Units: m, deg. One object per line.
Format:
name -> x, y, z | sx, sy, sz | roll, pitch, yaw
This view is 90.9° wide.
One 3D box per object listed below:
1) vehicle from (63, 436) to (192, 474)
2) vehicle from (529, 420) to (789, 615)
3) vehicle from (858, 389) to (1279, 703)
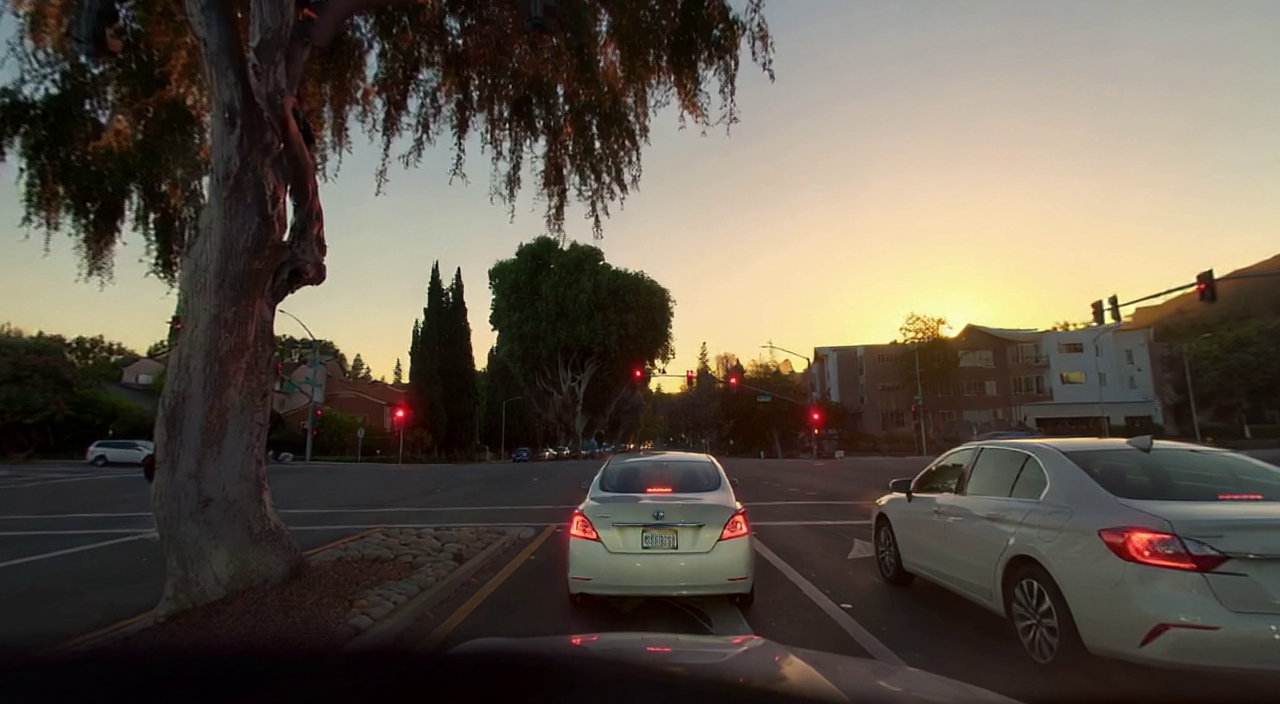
vehicle -> -24.279, 4.872, 29.991 | 4.450, 1.684, 1.894 | 0, -8, 0
vehicle -> 0.105, 1.563, 6.870 | 2.017, 1.485, 3.813 | 0, -8, -1
vehicle -> 3.174, 1.126, 3.894 | 1.931, 1.493, 4.555 | 0, -8, -1
